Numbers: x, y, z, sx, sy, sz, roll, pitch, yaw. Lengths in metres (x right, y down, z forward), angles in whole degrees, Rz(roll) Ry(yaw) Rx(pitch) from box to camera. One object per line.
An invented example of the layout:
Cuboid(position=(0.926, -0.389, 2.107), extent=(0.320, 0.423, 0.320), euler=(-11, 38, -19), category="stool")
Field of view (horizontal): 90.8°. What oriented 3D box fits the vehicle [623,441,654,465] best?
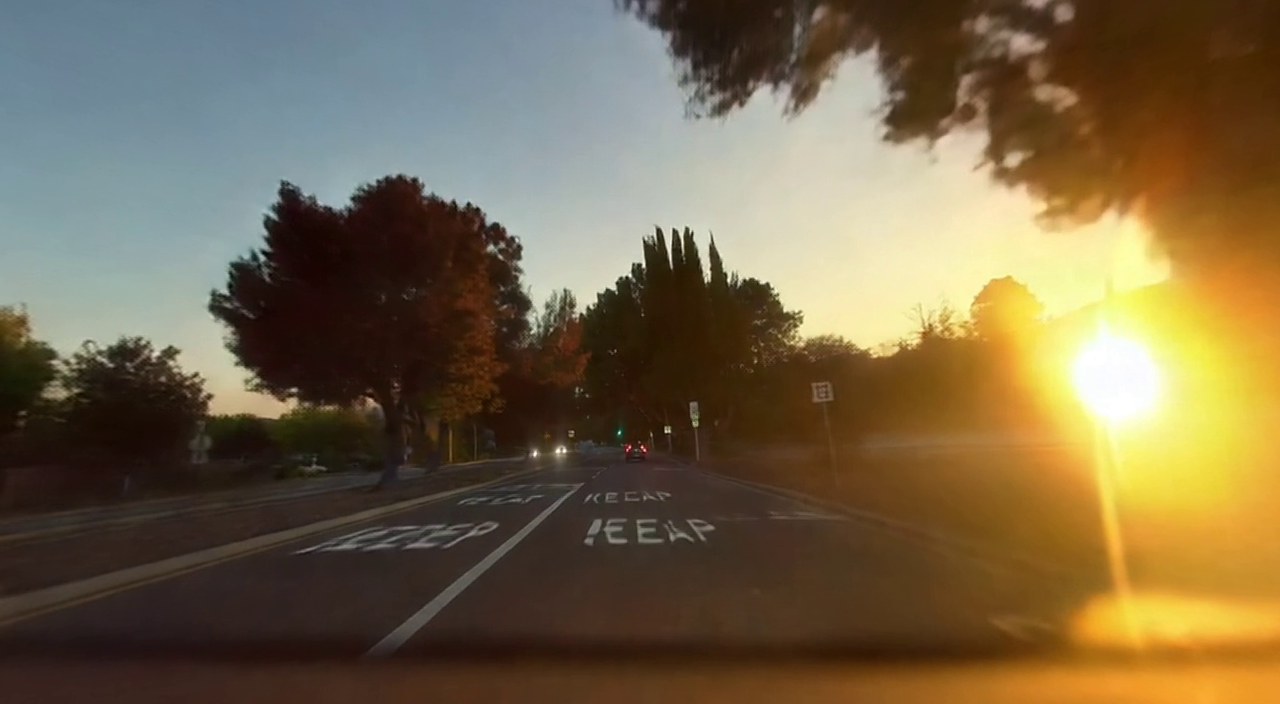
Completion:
Cuboid(position=(-0.102, 7.009, 43.997), extent=(2.045, 1.613, 4.210), euler=(0, -8, 0), category="vehicle")
